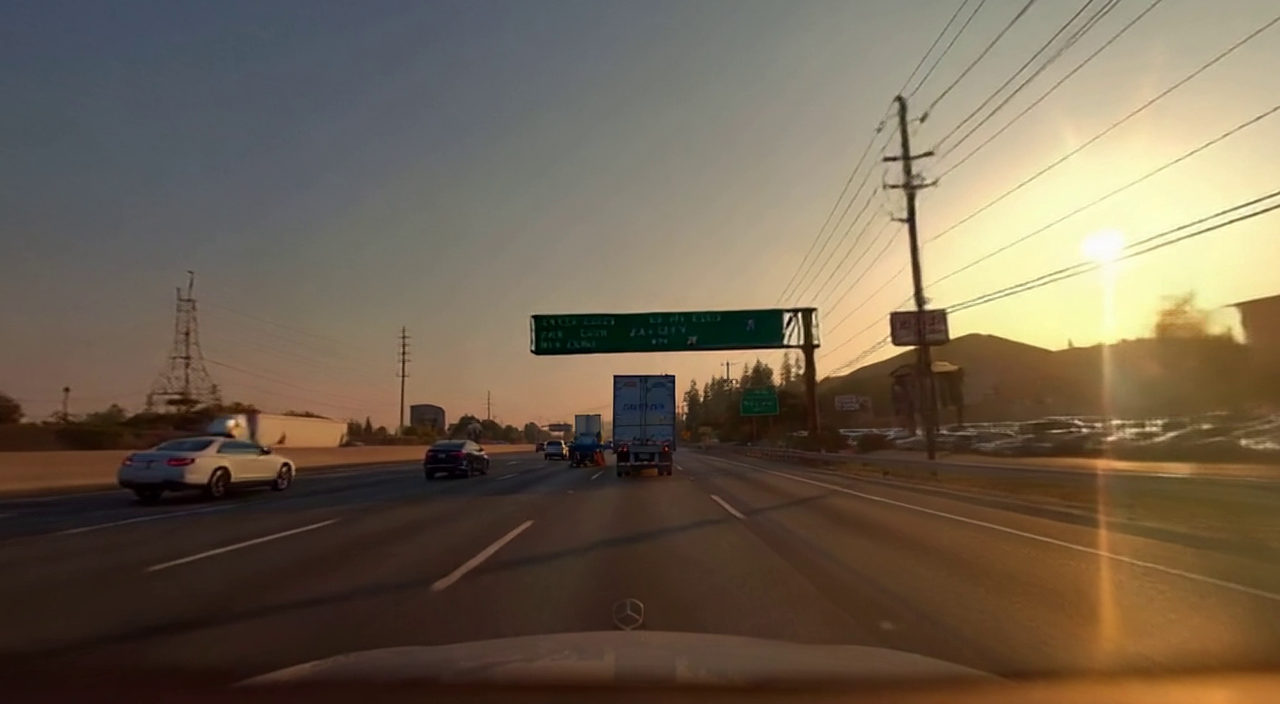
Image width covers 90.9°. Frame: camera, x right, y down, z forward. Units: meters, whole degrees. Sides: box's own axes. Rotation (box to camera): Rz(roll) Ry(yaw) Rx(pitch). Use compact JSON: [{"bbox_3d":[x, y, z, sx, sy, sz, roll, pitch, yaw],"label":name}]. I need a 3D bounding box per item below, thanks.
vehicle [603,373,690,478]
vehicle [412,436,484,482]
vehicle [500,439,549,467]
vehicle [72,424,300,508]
[{"bbox_3d":[0.124,3.247,26.626,2.941,3.604,9.851,0,-9,-1],"label":"vehicle"},{"bbox_3d":[-7.021,3.912,23.288,1.736,1.580,2.778,0,-9,0],"label":"vehicle"},{"bbox_3d":[-6.567,5.807,36.348,1.933,1.459,4.478,0,-9,0],"label":"vehicle"},{"bbox_3d":[-10.928,2.779,15.790,2.046,1.779,4.752,0,-9,2],"label":"vehicle"}]
